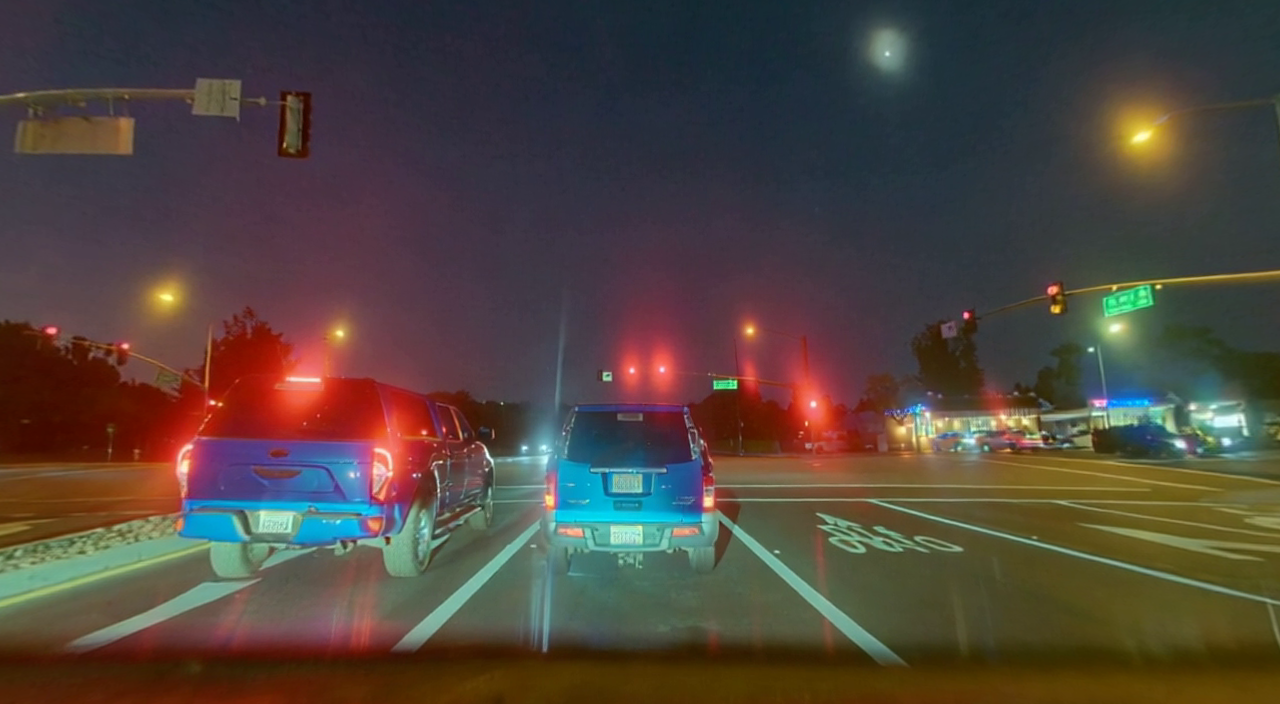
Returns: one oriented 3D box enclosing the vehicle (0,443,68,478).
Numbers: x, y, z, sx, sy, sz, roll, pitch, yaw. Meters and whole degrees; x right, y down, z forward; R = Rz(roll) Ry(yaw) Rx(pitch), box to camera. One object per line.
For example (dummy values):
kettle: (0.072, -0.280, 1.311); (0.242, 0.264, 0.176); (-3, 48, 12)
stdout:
vehicle: (-32.169, 5.447, 31.738); (4.406, 1.682, 2.040); (0, -8, -2)

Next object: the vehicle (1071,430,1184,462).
vehicle: (27.945, 5.409, 36.091); (4.849, 1.759, 2.041); (0, -8, -2)

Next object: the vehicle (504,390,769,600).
vehicle: (-0.058, 1.534, 7.662); (2.204, 1.738, 4.690); (0, -8, -1)

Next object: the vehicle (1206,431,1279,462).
vehicle: (36.312, 5.507, 36.574); (4.714, 1.754, 2.041); (0, -8, -2)

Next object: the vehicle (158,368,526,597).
vehicle: (-2.962, 1.450, 7.817); (2.220, 1.926, 4.870); (0, -8, -1)

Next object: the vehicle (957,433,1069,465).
vehicle: (19.314, 5.048, 32.651); (4.624, 1.601, 1.871); (0, -8, -3)
